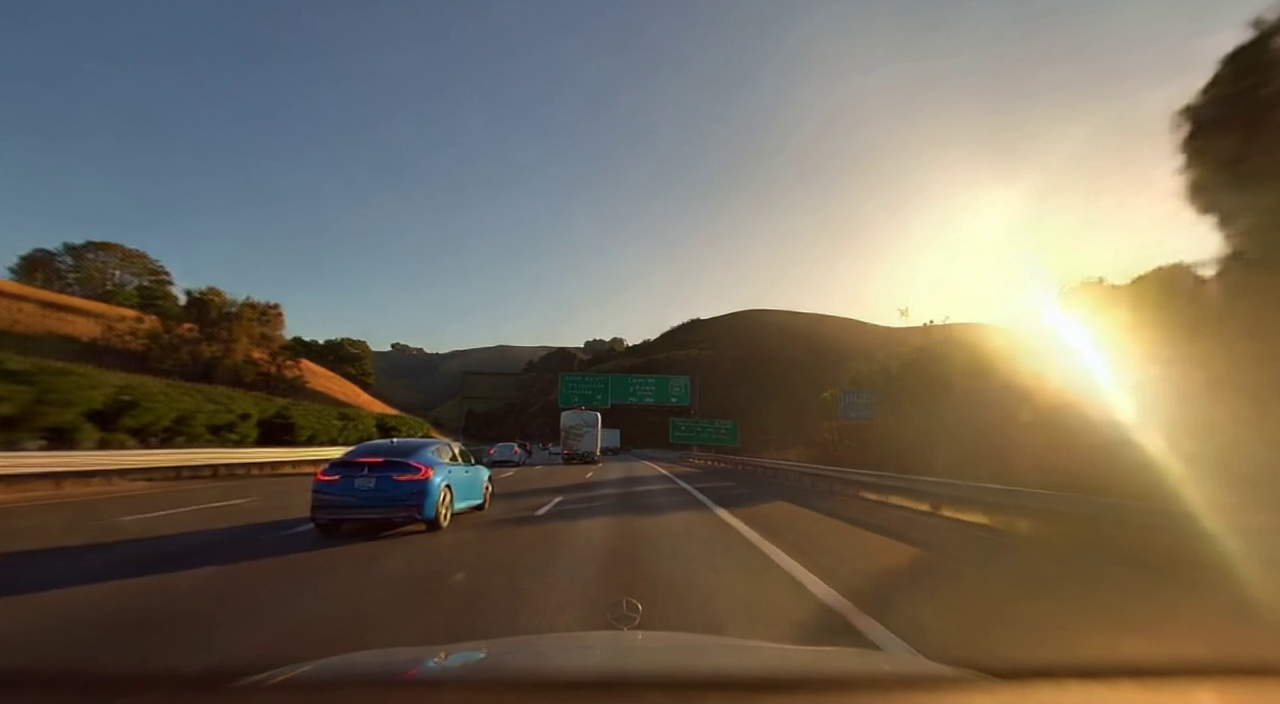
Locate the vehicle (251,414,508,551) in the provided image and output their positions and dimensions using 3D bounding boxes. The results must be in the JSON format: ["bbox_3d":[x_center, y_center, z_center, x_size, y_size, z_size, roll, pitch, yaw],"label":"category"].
[{"bbox_3d":[-3.770,1.999,10.313,2.180,1.685,4.668,1,-9,0],"label":"vehicle"}]
